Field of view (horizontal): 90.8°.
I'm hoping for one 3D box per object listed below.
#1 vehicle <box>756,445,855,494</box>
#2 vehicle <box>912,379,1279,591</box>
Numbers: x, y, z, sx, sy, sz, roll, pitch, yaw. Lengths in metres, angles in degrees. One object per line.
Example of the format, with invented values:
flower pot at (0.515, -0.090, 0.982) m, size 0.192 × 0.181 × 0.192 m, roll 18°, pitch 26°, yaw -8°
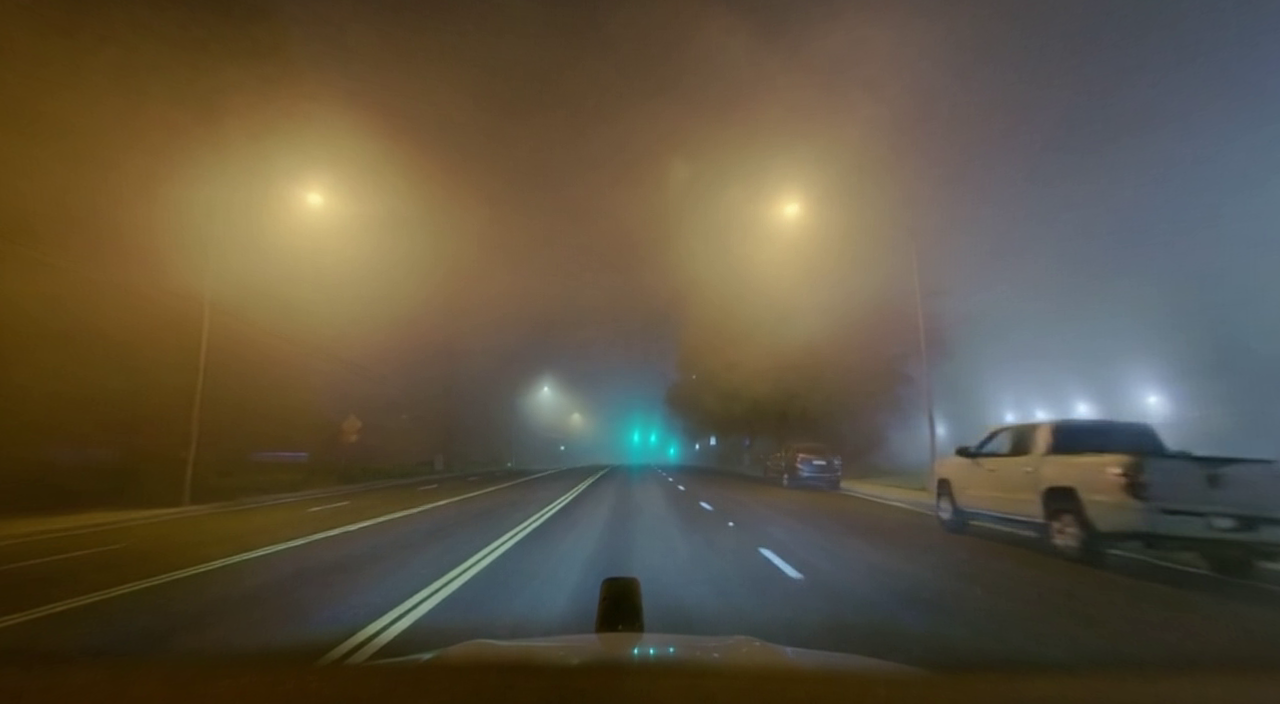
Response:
vehicle at (5.952, 4.302, 23.465) m, size 2.282 × 1.566 × 4.705 m, roll -1°, pitch -9°, yaw -1°
vehicle at (6.366, 1.776, 9.324) m, size 2.275 × 2.132 × 5.726 m, roll 0°, pitch -9°, yaw 2°
